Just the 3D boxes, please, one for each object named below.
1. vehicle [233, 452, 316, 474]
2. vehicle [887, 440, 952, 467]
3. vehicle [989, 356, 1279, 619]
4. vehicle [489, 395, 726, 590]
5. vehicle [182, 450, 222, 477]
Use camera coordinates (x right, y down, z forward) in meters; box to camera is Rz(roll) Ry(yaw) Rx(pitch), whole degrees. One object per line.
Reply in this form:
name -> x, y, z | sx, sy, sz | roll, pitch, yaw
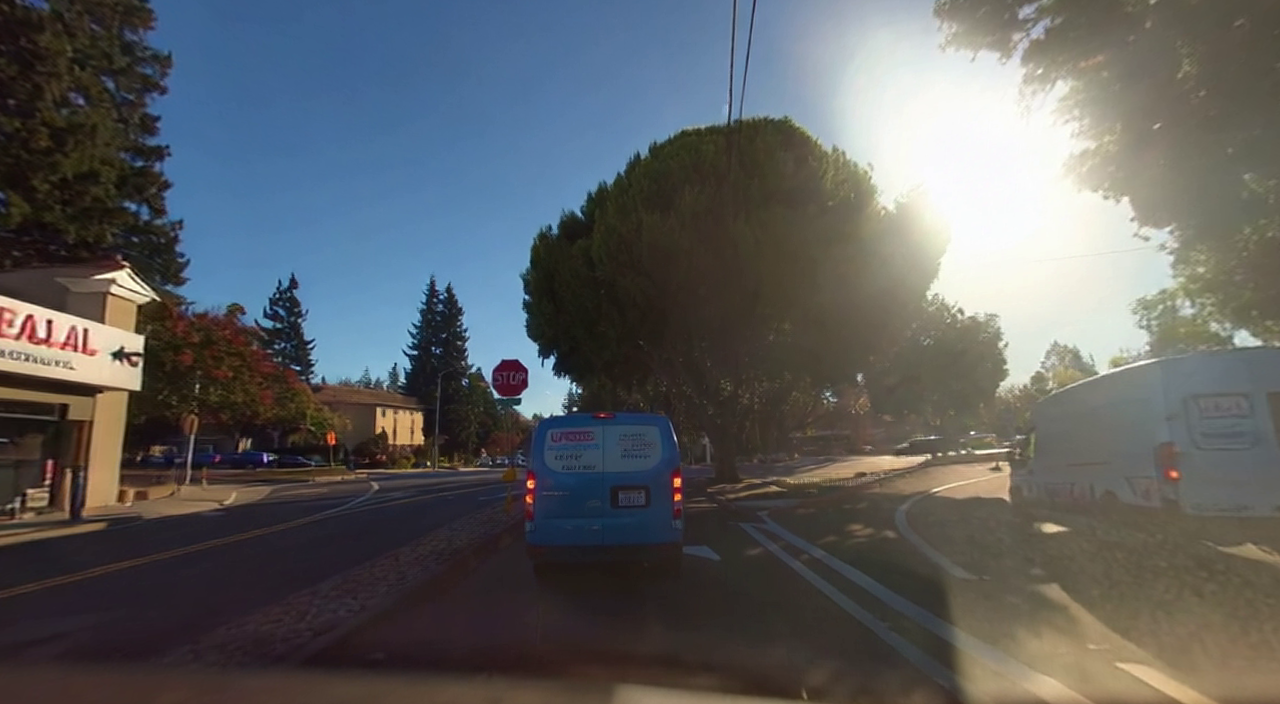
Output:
vehicle -> -25.951, 7.889, 45.047 | 4.670, 1.472, 1.851 | 1, -9, -8
vehicle -> 18.493, 6.658, 41.691 | 4.512, 1.659, 1.985 | 7, -11, -38
vehicle -> 6.513, 1.529, 7.979 | 2.385, 2.196, 5.640 | -2, -9, 16
vehicle -> -0.235, 1.675, 8.333 | 2.237, 1.828, 4.546 | 0, -9, 2
vehicle -> -29.842, 7.556, 43.140 | 1.913, 1.682, 4.120 | 5, -10, -31
